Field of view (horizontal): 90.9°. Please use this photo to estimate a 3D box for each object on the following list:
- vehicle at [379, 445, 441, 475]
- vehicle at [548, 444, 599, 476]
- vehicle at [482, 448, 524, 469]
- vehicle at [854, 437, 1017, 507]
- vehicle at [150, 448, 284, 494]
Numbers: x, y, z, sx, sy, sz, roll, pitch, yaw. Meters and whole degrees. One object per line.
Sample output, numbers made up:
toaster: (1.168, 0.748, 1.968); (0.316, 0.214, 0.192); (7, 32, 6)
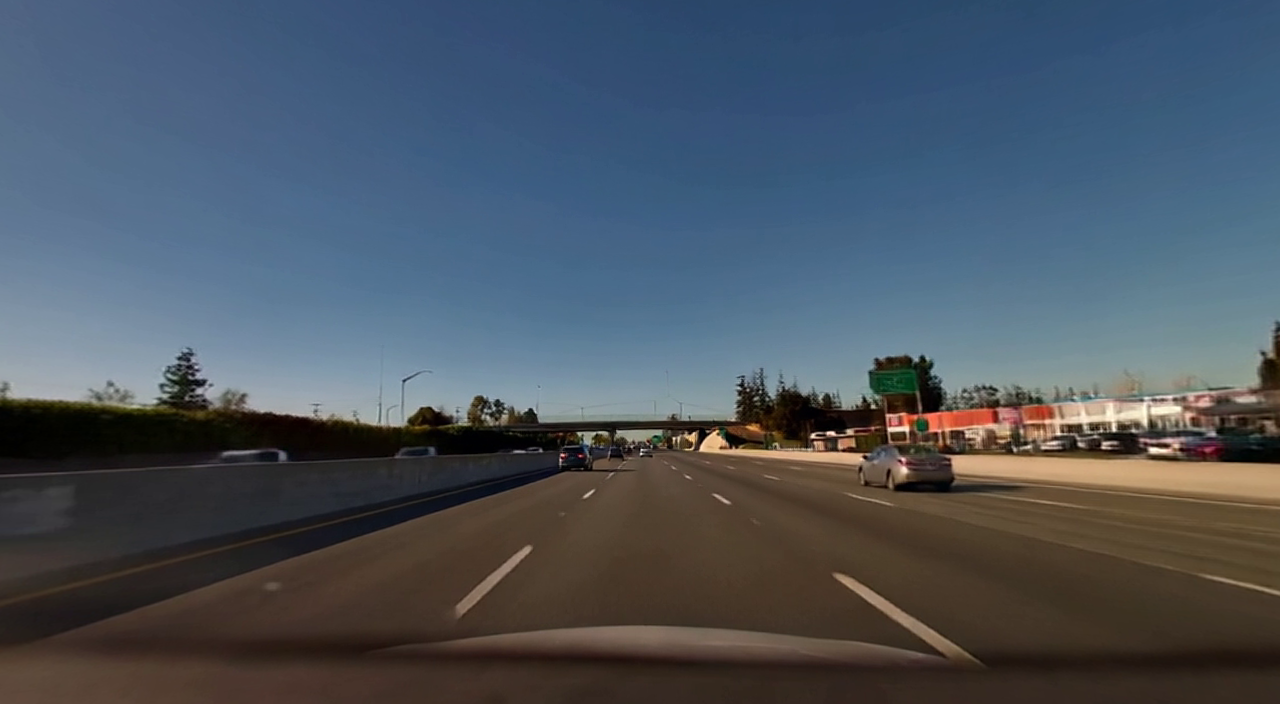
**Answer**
vehicle: (-14.245, 6.691, 39.406); (2.034, 1.693, 4.838); (-1, -9, 1)
vehicle: (-3.384, 5.580, 32.869); (2.114, 1.510, 4.186); (-1, -9, 1)
vehicle: (-10.132, 7.889, 47.017); (2.045, 1.466, 4.316); (-1, -9, 2)
vehicle: (7.192, 2.949, 16.044); (1.909, 1.467, 4.940); (-1, -9, 2)
vehicle: (-17.914, 5.005, 27.111); (1.982, 1.745, 5.335); (-1, -9, 1)
